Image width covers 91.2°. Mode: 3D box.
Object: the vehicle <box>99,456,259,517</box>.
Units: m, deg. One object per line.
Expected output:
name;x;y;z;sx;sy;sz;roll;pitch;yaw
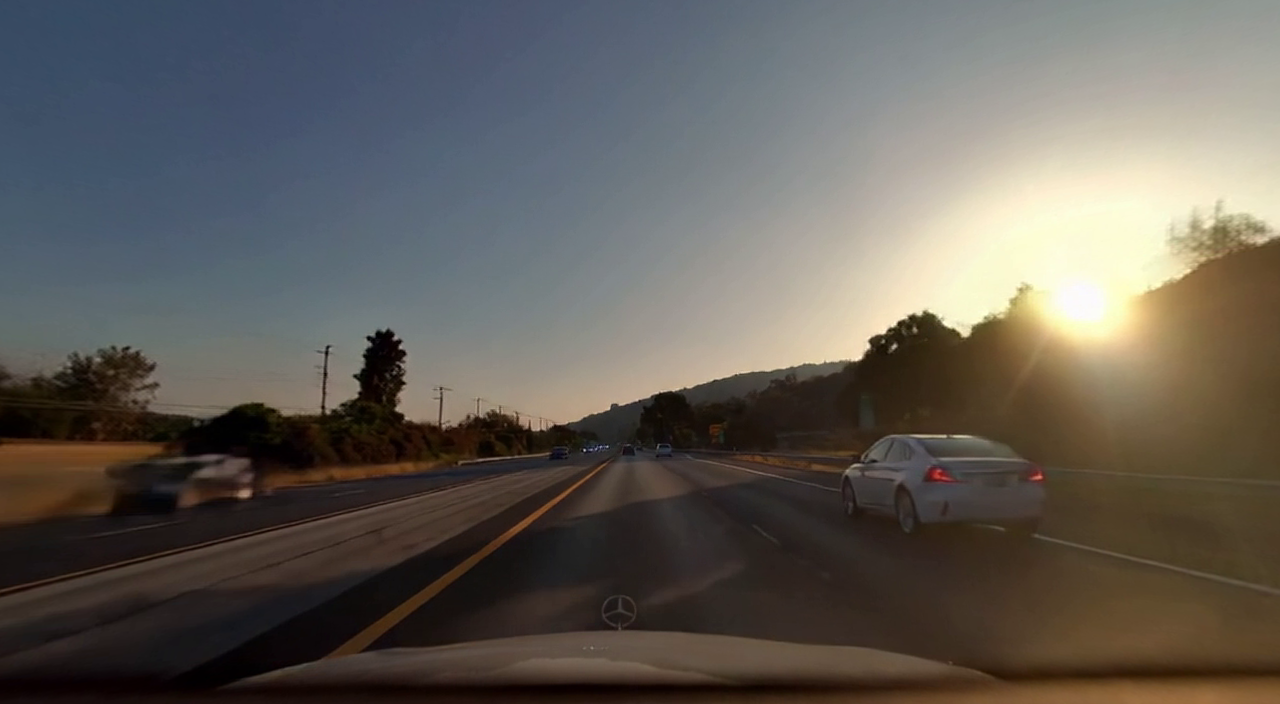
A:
vehicle;-13.810;4.004;19.148;1.899;1.556;3.999;0;-9;-2

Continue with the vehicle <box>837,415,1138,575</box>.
vehicle;4.086;1.725;8.330;2.001;1.555;4.098;-2;-9;7
